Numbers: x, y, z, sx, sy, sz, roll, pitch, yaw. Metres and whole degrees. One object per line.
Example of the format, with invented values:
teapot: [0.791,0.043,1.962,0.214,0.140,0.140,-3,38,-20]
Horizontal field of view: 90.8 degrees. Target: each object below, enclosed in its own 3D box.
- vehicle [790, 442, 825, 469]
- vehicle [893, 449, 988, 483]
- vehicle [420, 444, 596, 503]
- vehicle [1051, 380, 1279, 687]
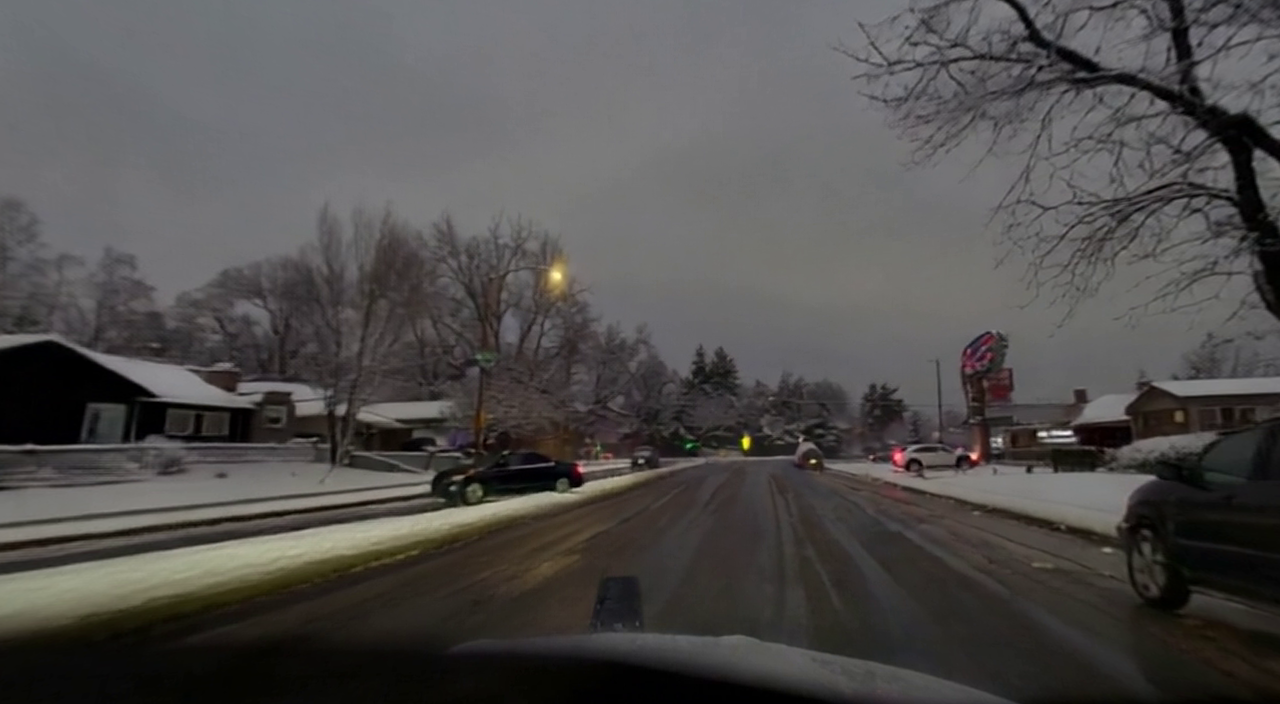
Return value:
vehicle: [12.652,7.850,47.987,2.051,1.925,4.625,-1,-9,9]
vehicle: [17.835,6.751,37.740,4.733,1.843,2.005,-1,-8,11]
vehicle: [-3.858,3.488,18.529,4.750,1.559,1.928,3,-9,-22]
vehicle: [5.114,1.196,4.397,2.154,1.855,4.689,-2,-9,12]
